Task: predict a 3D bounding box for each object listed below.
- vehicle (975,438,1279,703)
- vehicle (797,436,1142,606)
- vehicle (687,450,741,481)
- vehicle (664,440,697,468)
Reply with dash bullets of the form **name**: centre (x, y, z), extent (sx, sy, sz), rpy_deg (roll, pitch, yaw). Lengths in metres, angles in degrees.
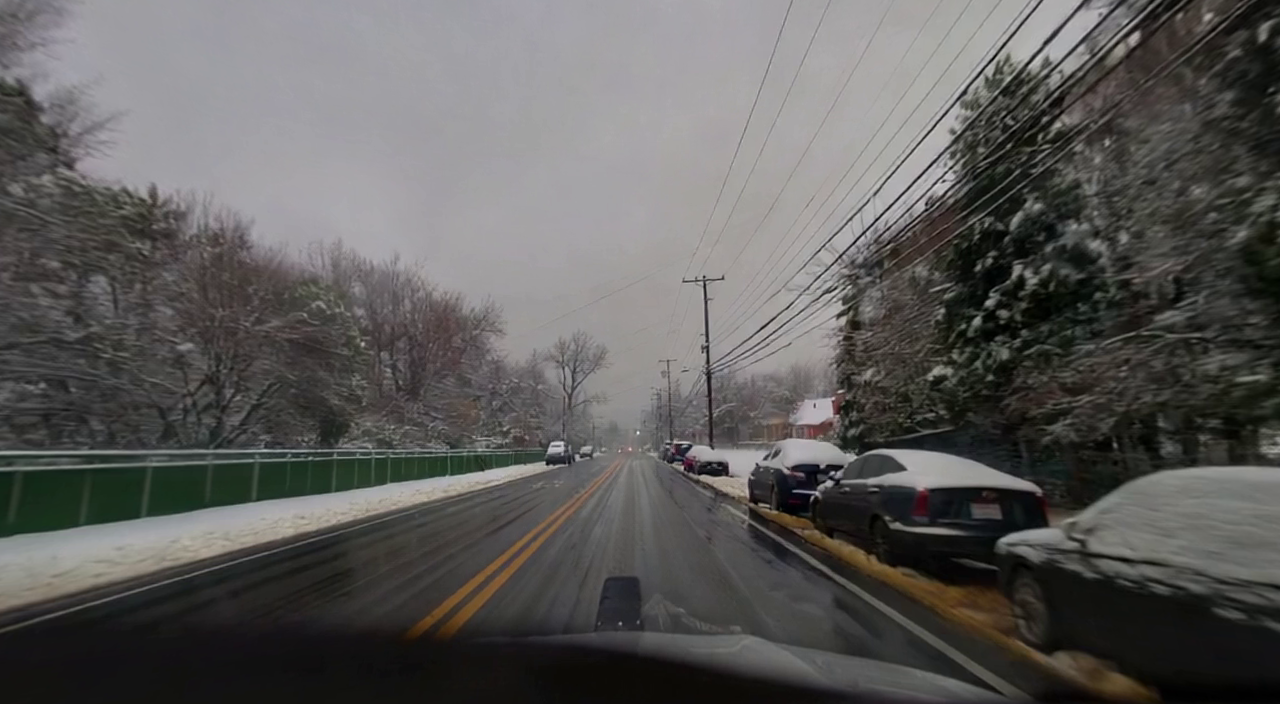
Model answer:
- **vehicle**: centre (3.568, 1.082, 2.720), extent (1.921, 1.406, 4.370), rpy_deg (0, -9, 1)
- **vehicle**: centre (3.411, 1.801, 7.732), extent (1.812, 1.454, 4.395), rpy_deg (0, -9, 0)
- **vehicle**: centre (3.456, 5.372, 30.240), extent (1.984, 1.342, 4.066), rpy_deg (0, -9, -1)
- **vehicle**: centre (3.105, 7.950, 49.233), extent (2.053, 2.005, 5.495), rpy_deg (0, -9, -1)
